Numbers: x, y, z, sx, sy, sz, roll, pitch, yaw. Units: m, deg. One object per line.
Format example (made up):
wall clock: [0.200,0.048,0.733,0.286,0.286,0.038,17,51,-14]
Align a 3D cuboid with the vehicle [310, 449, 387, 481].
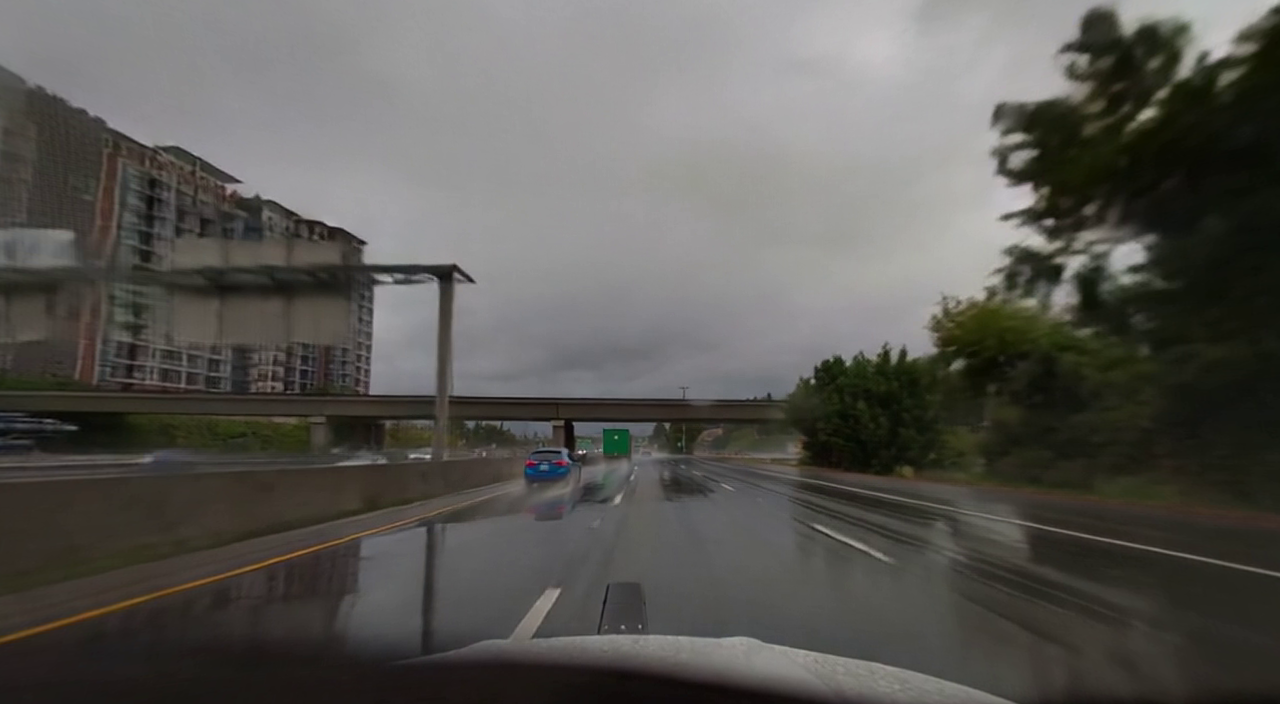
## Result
vehicle: [-14.884,5.768,32.420,1.843,1.493,4.235,0,-9,2]

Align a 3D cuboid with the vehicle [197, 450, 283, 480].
vehicle: [-22.440,6.331,35.574,1.885,1.569,4.409,0,-9,1]

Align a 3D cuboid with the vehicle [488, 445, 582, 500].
vehicle: [-3.075,3.670,19.502,2.039,1.478,4.483,0,-9,1]

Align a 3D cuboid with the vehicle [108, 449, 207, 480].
vehicle: [-26.830,6.256,35.264,1.931,1.613,4.469,0,-9,1]
